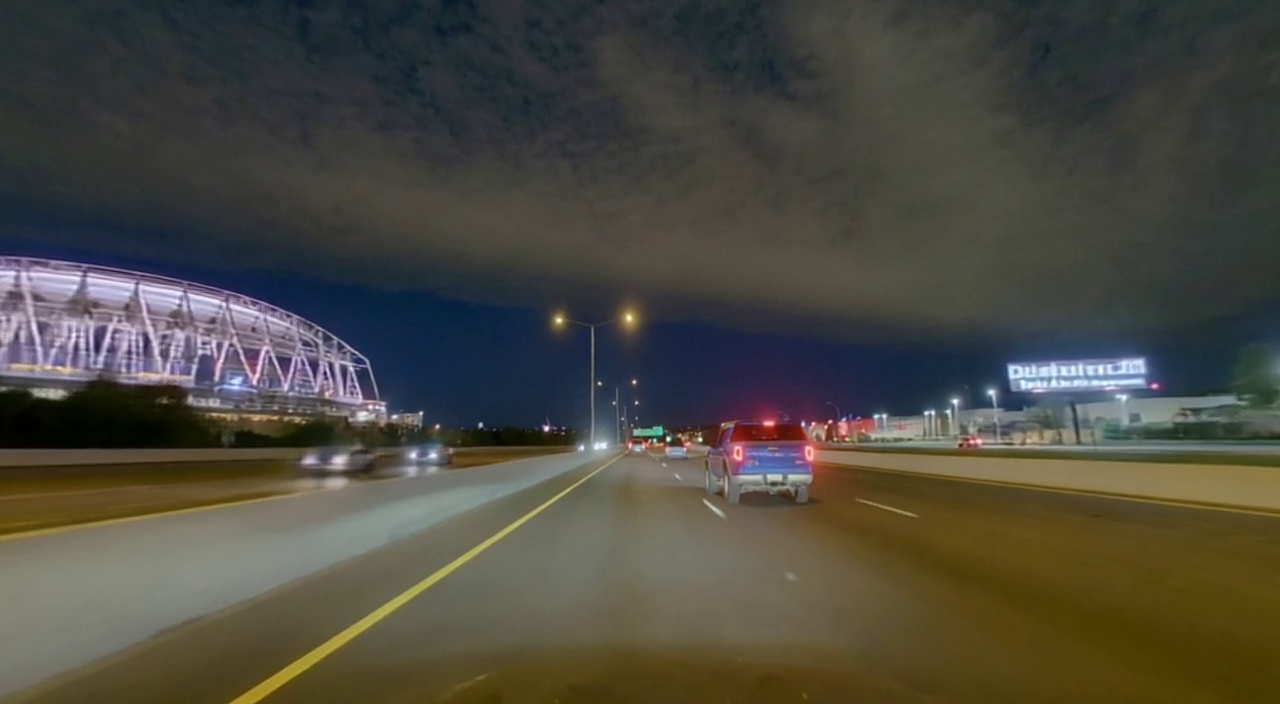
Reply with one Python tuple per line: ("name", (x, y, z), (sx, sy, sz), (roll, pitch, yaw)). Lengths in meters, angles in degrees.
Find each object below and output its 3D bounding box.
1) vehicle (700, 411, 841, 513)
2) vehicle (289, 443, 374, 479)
("vehicle", (2.824, 2.544, 15.059), (2.199, 2.002, 4.970), (0, -9, -1))
("vehicle", (-14.894, 5.246, 30.785), (1.905, 1.599, 4.490), (0, -9, -1))
